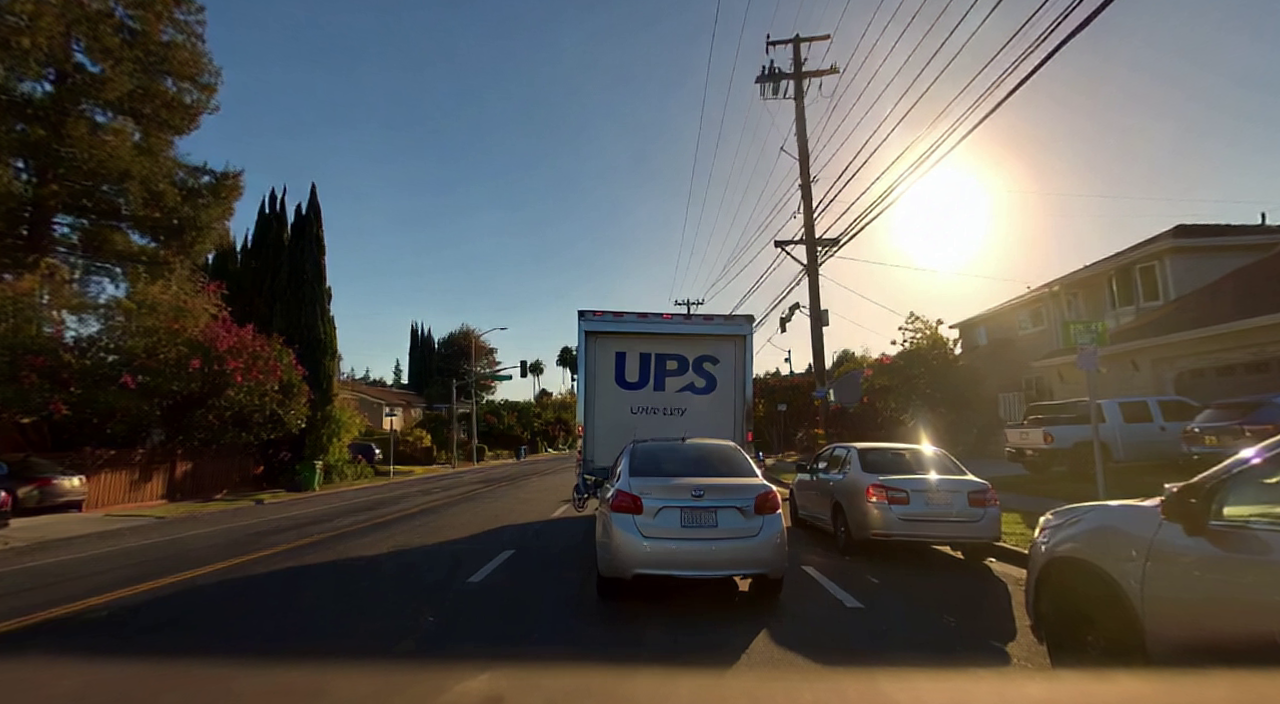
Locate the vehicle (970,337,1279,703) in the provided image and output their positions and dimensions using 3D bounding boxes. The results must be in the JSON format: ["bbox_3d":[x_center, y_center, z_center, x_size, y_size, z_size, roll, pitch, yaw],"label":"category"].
[{"bbox_3d":[3.315,0.773,1.935,2.069,1.722,4.888,0,-8,2],"label":"vehicle"}]

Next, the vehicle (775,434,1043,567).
[{"bbox_3d":[3.513,2.008,9.349,1.993,1.479,4.487,0,-8,0],"label":"vehicle"}]

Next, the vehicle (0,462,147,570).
[{"bbox_3d":[-10.354,2.488,9.480,1.925,1.482,4.753,0,-8,0],"label":"vehicle"}]

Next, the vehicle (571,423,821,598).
[{"bbox_3d":[0.479,1.700,7.681,2.158,1.499,4.377,0,-8,0],"label":"vehicle"}]

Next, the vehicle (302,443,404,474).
[{"bbox_3d":[-17.432,6.473,38.300,5.274,1.793,1.921,0,-8,3],"label":"vehicle"}]
